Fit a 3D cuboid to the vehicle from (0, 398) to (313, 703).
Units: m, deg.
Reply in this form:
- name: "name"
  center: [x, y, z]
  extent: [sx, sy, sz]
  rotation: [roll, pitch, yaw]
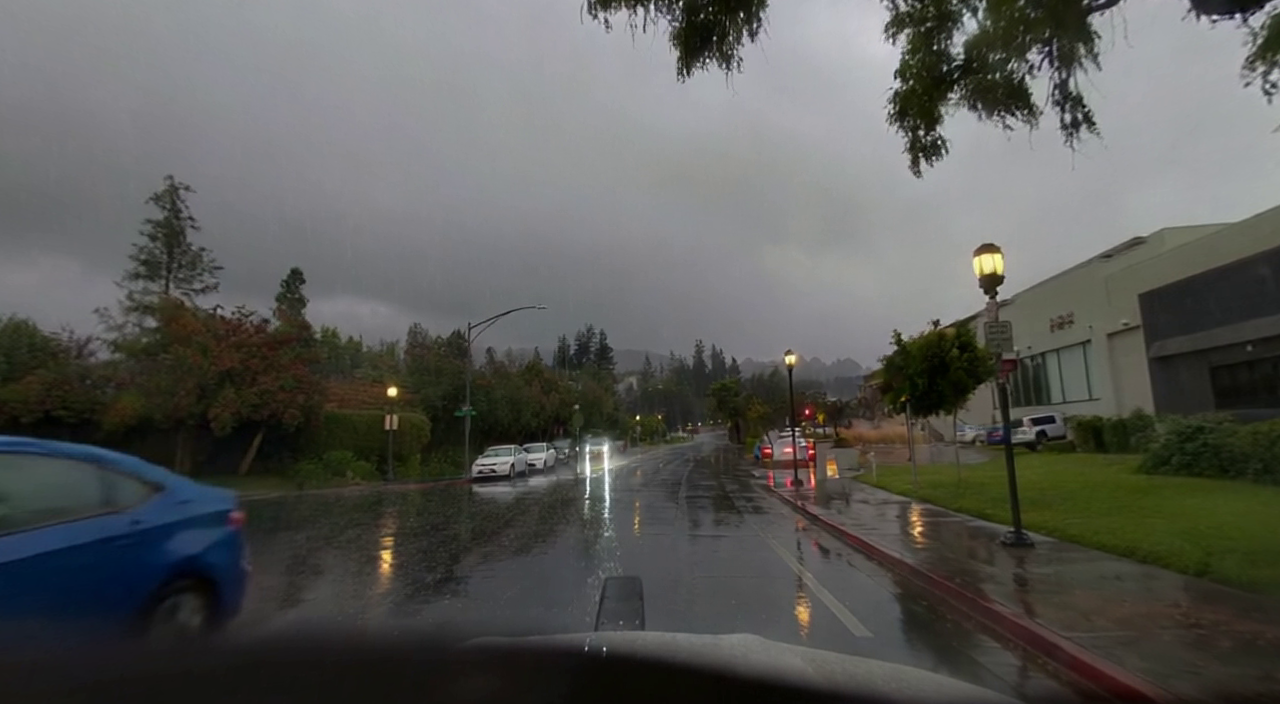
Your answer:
- name: "vehicle"
  center: [-3.527, 0.937, 2.413]
  extent: [2.056, 1.508, 4.596]
  rotation: [0, -9, 1]

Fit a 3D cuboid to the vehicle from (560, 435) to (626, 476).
- name: "vehicle"
  center: [-1.974, 4.572, 28.126]
  extent: [2.110, 1.651, 4.410]
  rotation: [-1, -9, 7]

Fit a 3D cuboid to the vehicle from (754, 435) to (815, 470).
- name: "vehicle"
  center: [6.685, 4.689, 29.696]
  extent: [1.918, 1.461, 4.419]
  rotation: [-1, -8, 1]

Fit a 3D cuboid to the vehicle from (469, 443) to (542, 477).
- name: "vehicle"
  center: [-6.075, 4.942, 29.085]
  extent: [1.968, 1.443, 4.358]
  rotation: [-1, -9, 6]
